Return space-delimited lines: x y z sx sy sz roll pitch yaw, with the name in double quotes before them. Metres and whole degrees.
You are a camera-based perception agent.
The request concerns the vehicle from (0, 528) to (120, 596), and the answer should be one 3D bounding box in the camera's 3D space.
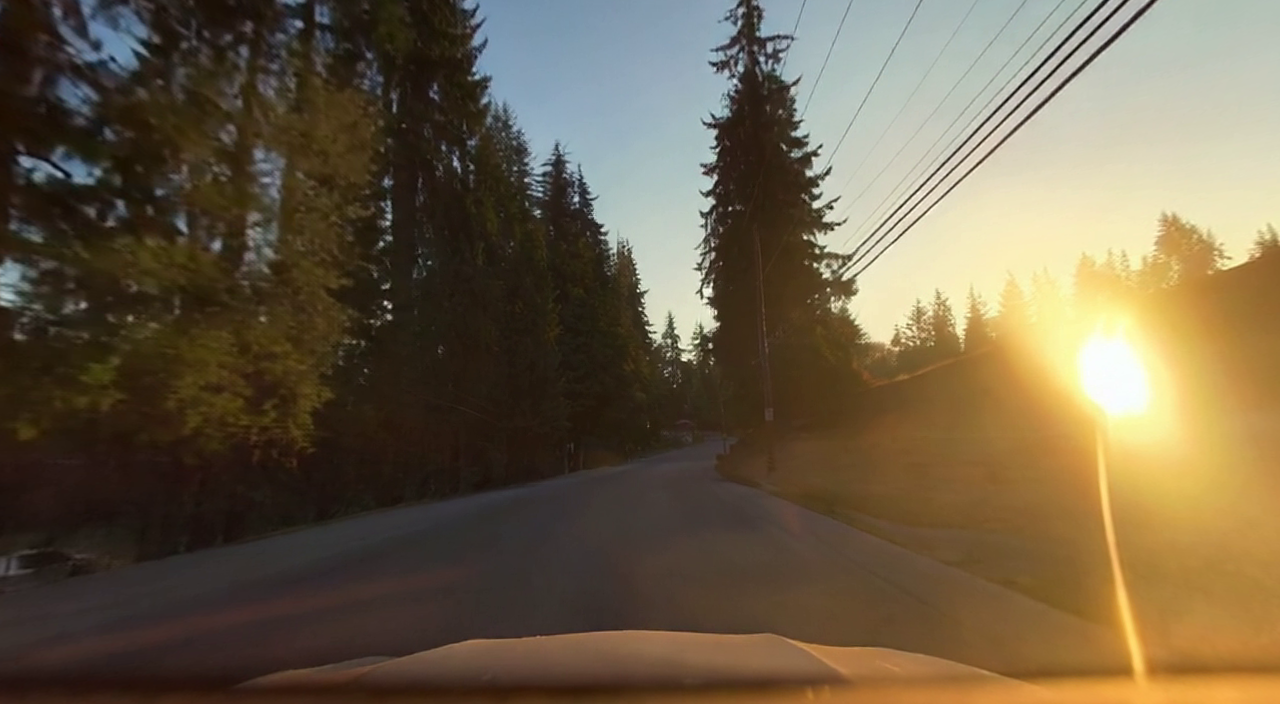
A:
"vehicle" -18.859 6.349 19.250 4.135 1.569 1.987 1 -8 1
